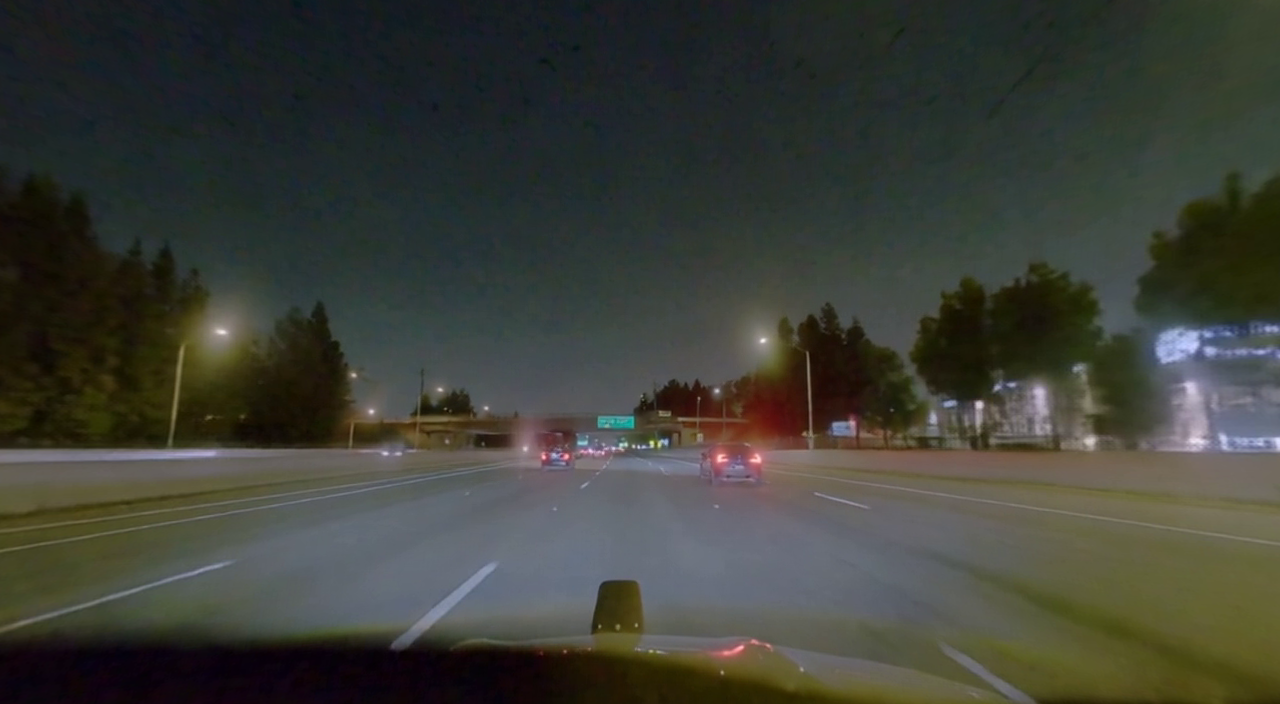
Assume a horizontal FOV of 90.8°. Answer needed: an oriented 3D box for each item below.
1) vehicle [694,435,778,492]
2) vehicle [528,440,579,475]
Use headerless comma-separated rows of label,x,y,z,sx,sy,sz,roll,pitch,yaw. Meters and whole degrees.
vehicle,3.058,3.651,21.085,1.997,1.686,4.247,0,-8,-2
vehicle,-4.647,5.763,34.801,2.176,1.779,4.755,0,-8,-1
